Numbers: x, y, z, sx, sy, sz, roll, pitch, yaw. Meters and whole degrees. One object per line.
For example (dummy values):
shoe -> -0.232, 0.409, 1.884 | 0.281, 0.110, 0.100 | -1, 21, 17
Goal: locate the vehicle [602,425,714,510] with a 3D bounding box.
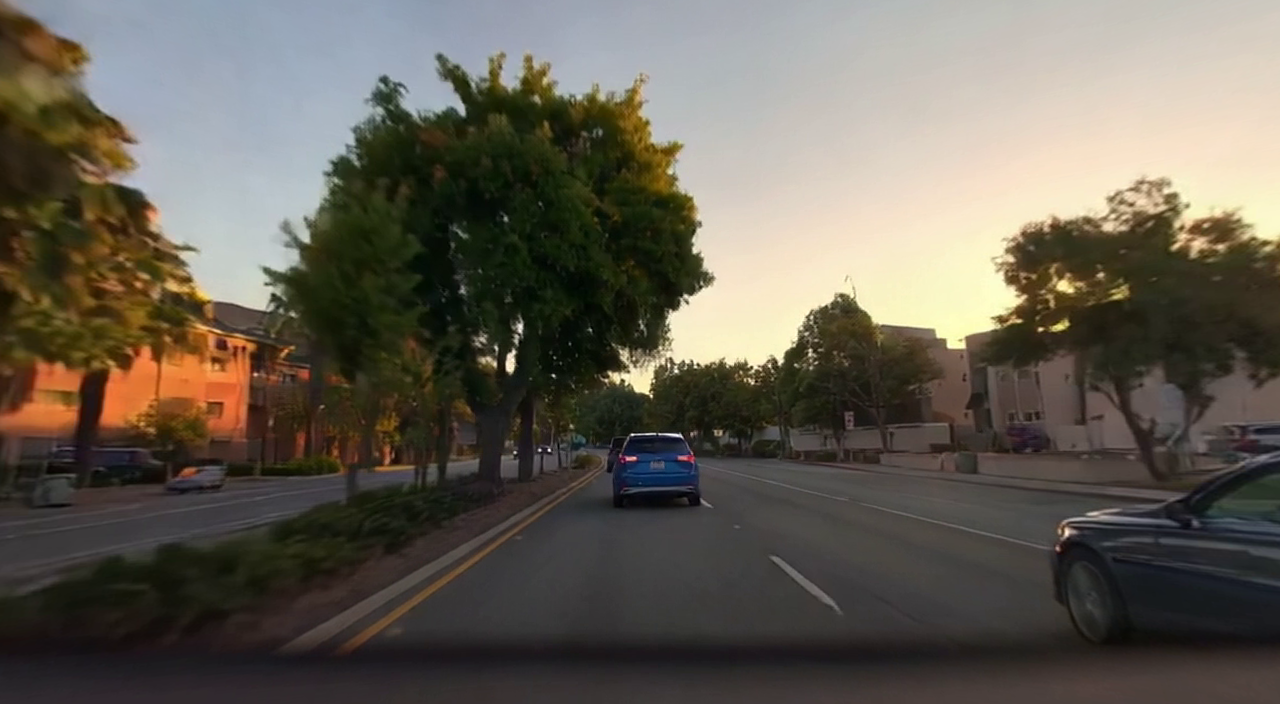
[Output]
vehicle -> 0.284, 2.633, 14.861 | 2.239, 1.693, 4.301 | 0, -8, -2

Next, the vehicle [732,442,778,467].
vehicle -> 6.993, 6.263, 38.887 | 1.930, 1.457, 4.267 | 0, -8, -2

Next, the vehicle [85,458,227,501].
vehicle -> -19.385, 5.081, 25.627 | 1.848, 1.460, 4.641 | -1, -8, 4

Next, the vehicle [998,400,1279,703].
vehicle -> 3.827, 0.934, 2.682 | 1.941, 1.472, 4.570 | 0, -8, 0
